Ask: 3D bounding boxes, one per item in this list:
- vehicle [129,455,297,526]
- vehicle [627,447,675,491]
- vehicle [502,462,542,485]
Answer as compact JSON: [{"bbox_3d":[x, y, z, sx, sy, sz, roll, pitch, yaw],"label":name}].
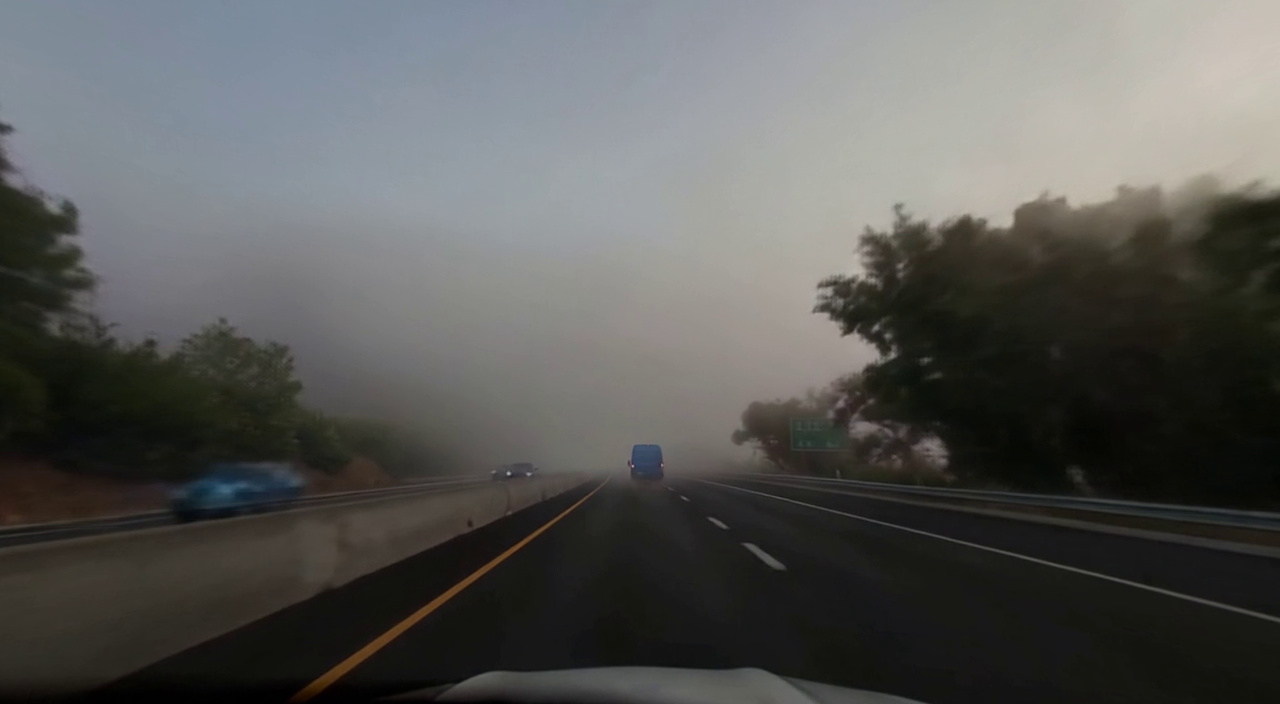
[{"bbox_3d":[-12.622,4.116,19.048,2.101,1.841,4.167,1,-11,-1],"label":"vehicle"},{"bbox_3d":[0.508,6.421,34.648,2.429,2.167,4.558,1,-11,-1],"label":"vehicle"},{"bbox_3d":[-8.265,8.569,44.440,1.980,1.534,4.116,1,-11,0],"label":"vehicle"}]
